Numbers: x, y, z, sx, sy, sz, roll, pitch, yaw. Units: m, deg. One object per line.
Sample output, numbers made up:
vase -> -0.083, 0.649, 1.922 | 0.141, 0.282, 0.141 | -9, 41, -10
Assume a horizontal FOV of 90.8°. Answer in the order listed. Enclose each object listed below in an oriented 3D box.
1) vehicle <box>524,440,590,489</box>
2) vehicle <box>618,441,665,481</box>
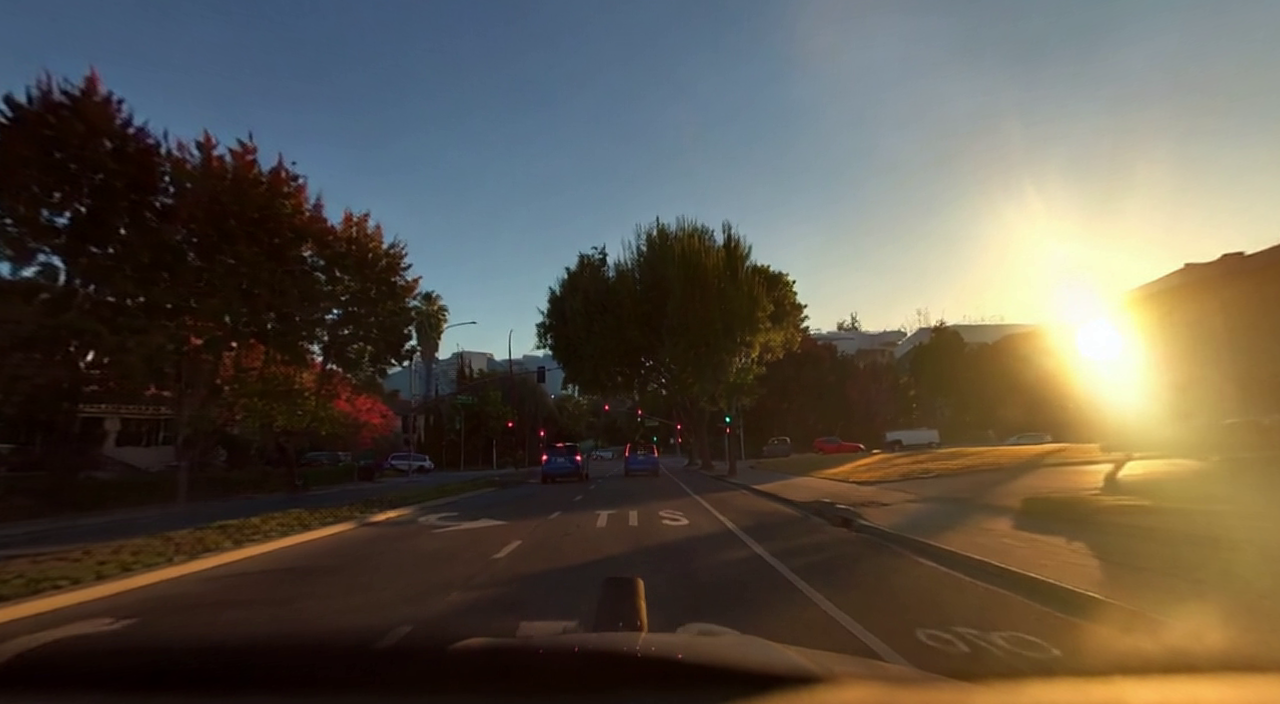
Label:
vehicle -> -3.207, 4.455, 25.320 | 2.097, 1.755, 4.336 | 0, -9, 0
vehicle -> -0.014, 5.233, 30.624 | 2.088, 1.735, 4.801 | 0, -9, -2
